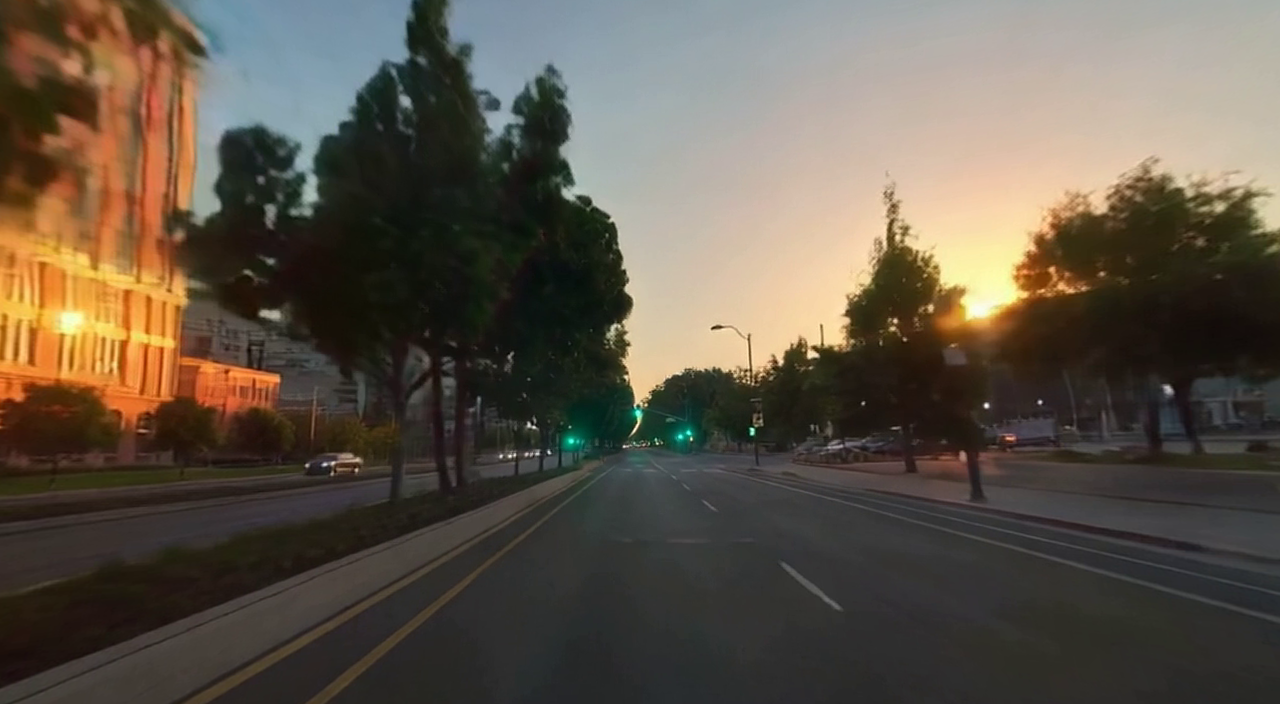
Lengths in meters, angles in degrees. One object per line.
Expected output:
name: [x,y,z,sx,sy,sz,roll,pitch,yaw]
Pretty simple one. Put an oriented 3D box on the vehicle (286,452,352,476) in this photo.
vehicle: [-21.342,7.410,42.202,1.867,1.464,4.748,0,-9,0]
